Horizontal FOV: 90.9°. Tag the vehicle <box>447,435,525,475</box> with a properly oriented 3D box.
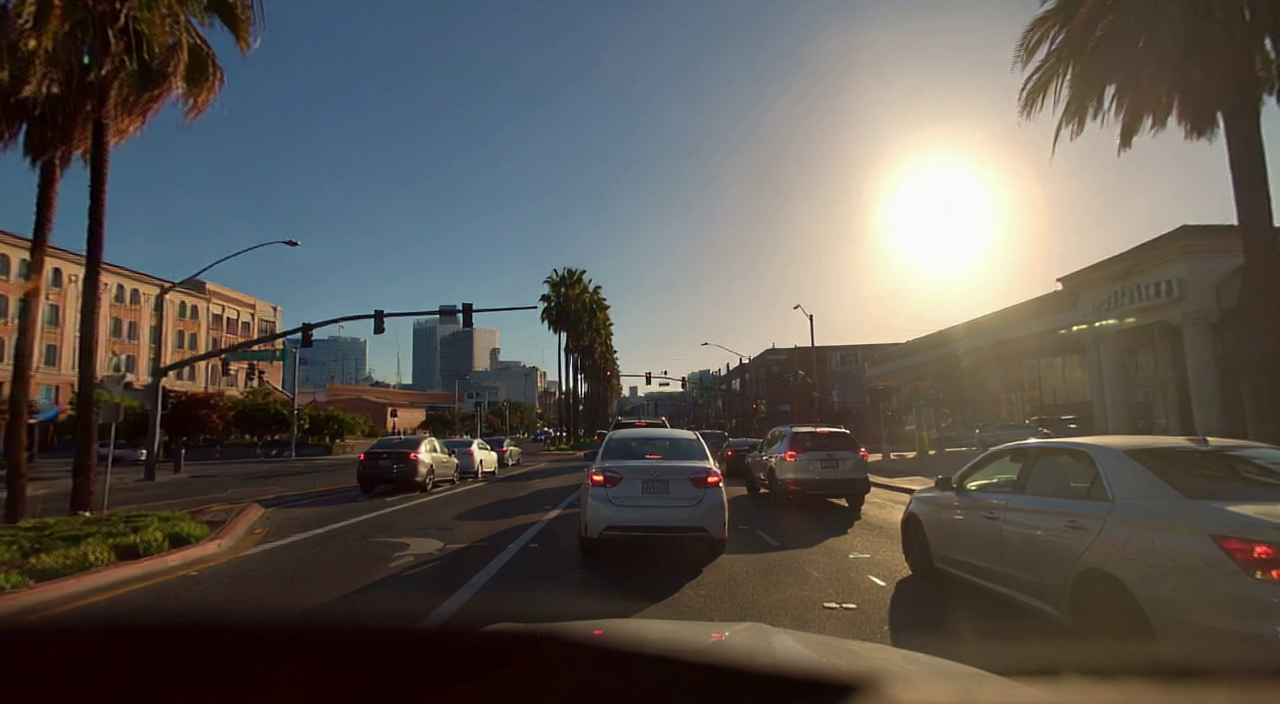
[{"bbox_3d":[-6.033,4.089,25.211,1.822,1.456,4.396,-1,-8,2],"label":"vehicle"}]

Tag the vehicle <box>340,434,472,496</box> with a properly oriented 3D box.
[{"bbox_3d":[-6.246,3.048,17.390,1.900,1.487,4.165,0,-8,2],"label":"vehicle"}]

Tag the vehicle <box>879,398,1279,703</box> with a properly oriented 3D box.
[{"bbox_3d":[3.542,1.223,4.470,1.910,1.490,4.661,0,-8,1],"label":"vehicle"}]

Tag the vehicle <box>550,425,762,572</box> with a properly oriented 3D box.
[{"bbox_3d":[0.179,1.785,8.453,2.140,1.474,4.026,0,-8,1],"label":"vehicle"}]

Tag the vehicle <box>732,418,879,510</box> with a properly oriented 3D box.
[{"bbox_3d":[3.501,2.470,14.300,2.169,1.751,4.276,0,-8,0],"label":"vehicle"}]
